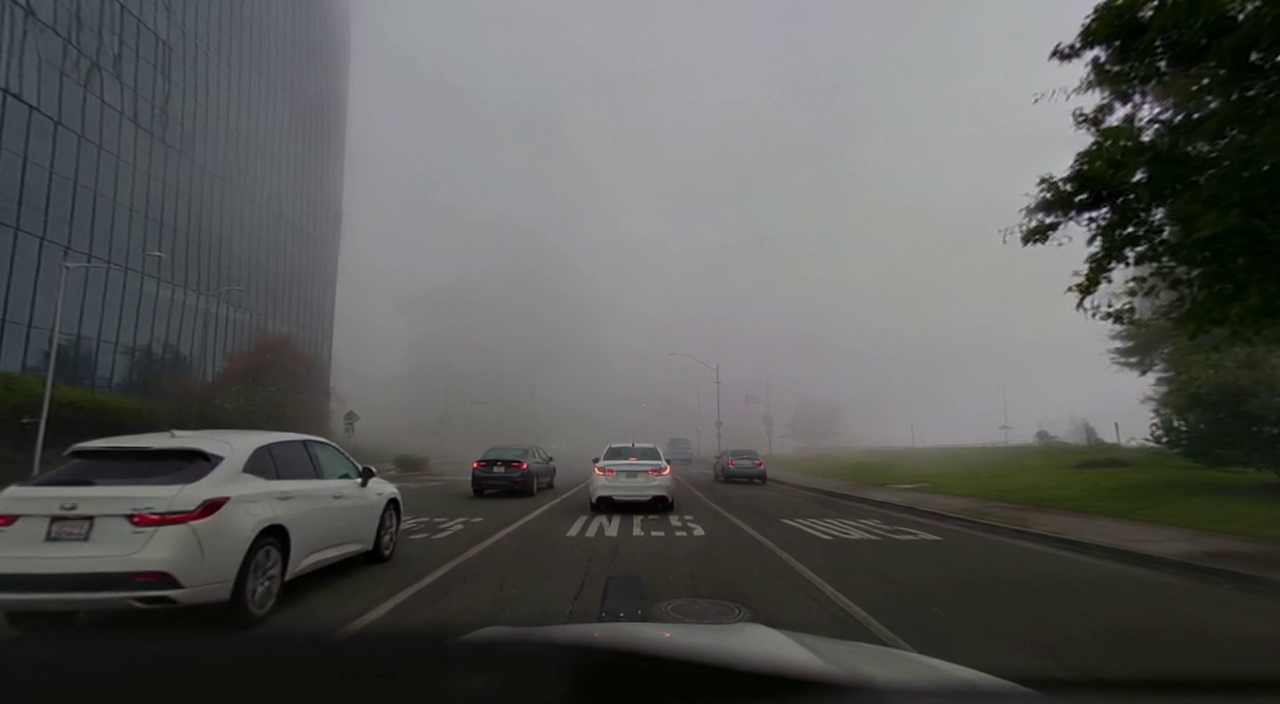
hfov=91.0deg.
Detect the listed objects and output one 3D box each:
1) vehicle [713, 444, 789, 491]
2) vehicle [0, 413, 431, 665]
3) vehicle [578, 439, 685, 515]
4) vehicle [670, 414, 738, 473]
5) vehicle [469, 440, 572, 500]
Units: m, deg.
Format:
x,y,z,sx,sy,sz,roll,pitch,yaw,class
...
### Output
x,y,z,sx,sy,sz,roll,pitch,yaw,class
3.887,4.110,22.819,1.940,1.514,4.187,0,-9,-1,vehicle
-3.665,1.460,6.009,1.933,1.520,4.195,0,-9,-1,vehicle
-0.133,2.869,14.988,2.174,1.509,4.374,0,-9,1,vehicle
3.925,6.151,42.066,3.074,3.316,12.953,0,-9,0,vehicle
-3.335,3.402,18.618,2.044,1.508,4.479,0,-9,2,vehicle
